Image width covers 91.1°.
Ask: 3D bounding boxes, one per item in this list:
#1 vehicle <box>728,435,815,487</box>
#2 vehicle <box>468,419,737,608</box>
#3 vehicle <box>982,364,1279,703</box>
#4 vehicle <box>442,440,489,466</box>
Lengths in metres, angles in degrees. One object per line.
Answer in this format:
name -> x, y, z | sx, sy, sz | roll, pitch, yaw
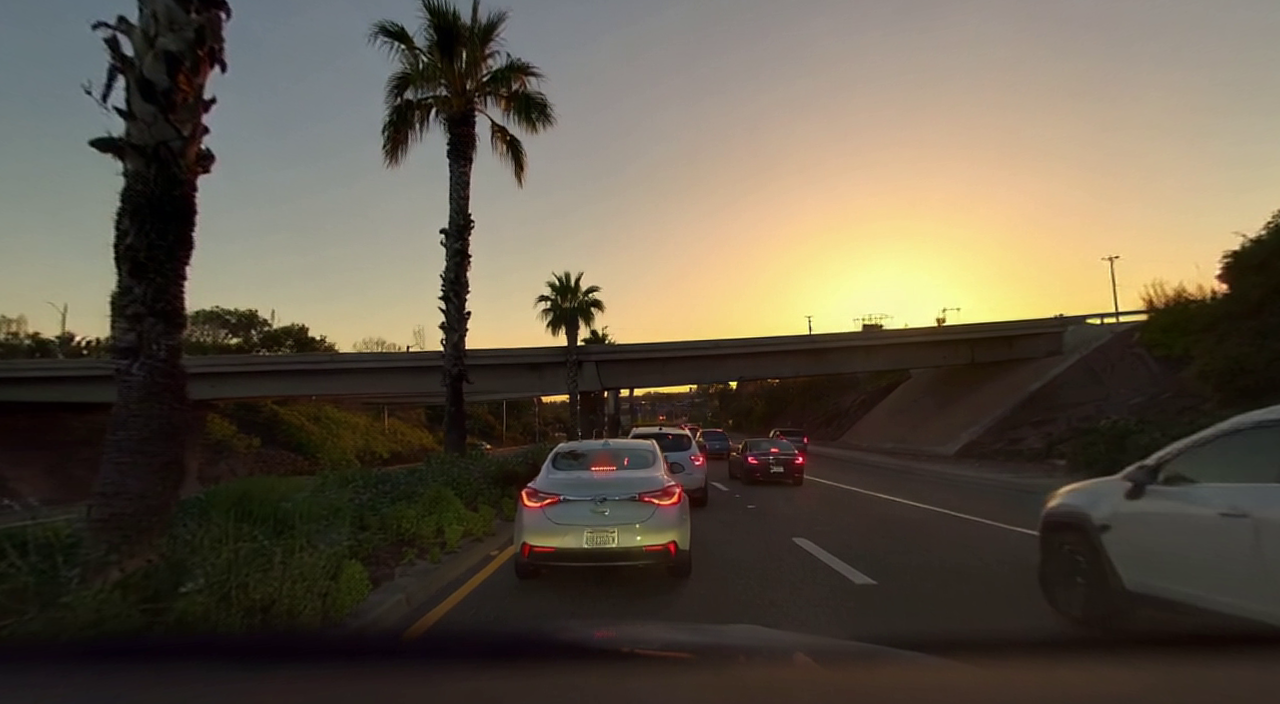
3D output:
vehicle -> 4.197, 3.562, 20.901 | 2.034, 1.517, 4.840 | 0, -8, 2
vehicle -> -0.249, 1.604, 7.155 | 2.172, 1.506, 4.018 | 0, -8, 2
vehicle -> 4.021, 0.890, 3.026 | 2.149, 1.609, 4.807 | 0, -8, 2
vehicle -> -12.190, 7.087, 44.233 | 2.084, 1.704, 4.485 | 0, -8, -1
